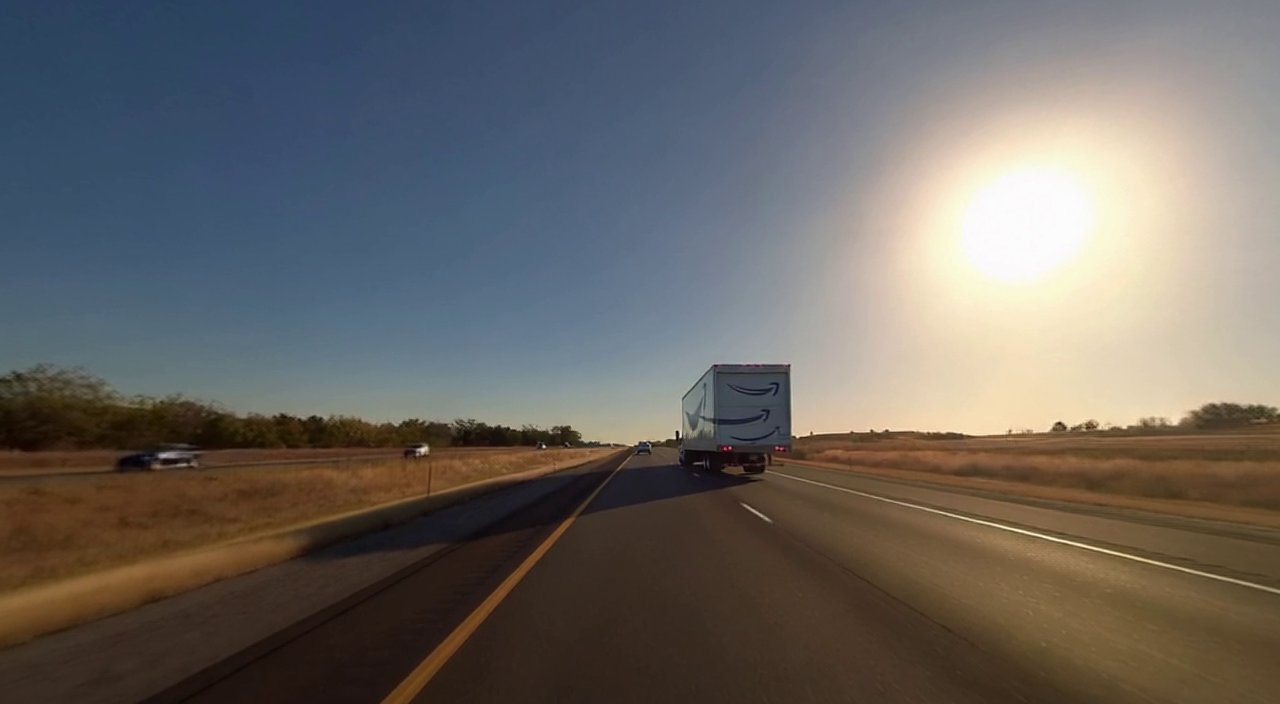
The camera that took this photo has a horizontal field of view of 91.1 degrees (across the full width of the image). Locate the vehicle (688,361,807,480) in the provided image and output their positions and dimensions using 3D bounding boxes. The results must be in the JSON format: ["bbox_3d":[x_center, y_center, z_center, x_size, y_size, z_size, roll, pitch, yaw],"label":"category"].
[{"bbox_3d":[4.561,3.704,31.436,3.190,4.365,16.625,0,-8,0],"label":"vehicle"}]
